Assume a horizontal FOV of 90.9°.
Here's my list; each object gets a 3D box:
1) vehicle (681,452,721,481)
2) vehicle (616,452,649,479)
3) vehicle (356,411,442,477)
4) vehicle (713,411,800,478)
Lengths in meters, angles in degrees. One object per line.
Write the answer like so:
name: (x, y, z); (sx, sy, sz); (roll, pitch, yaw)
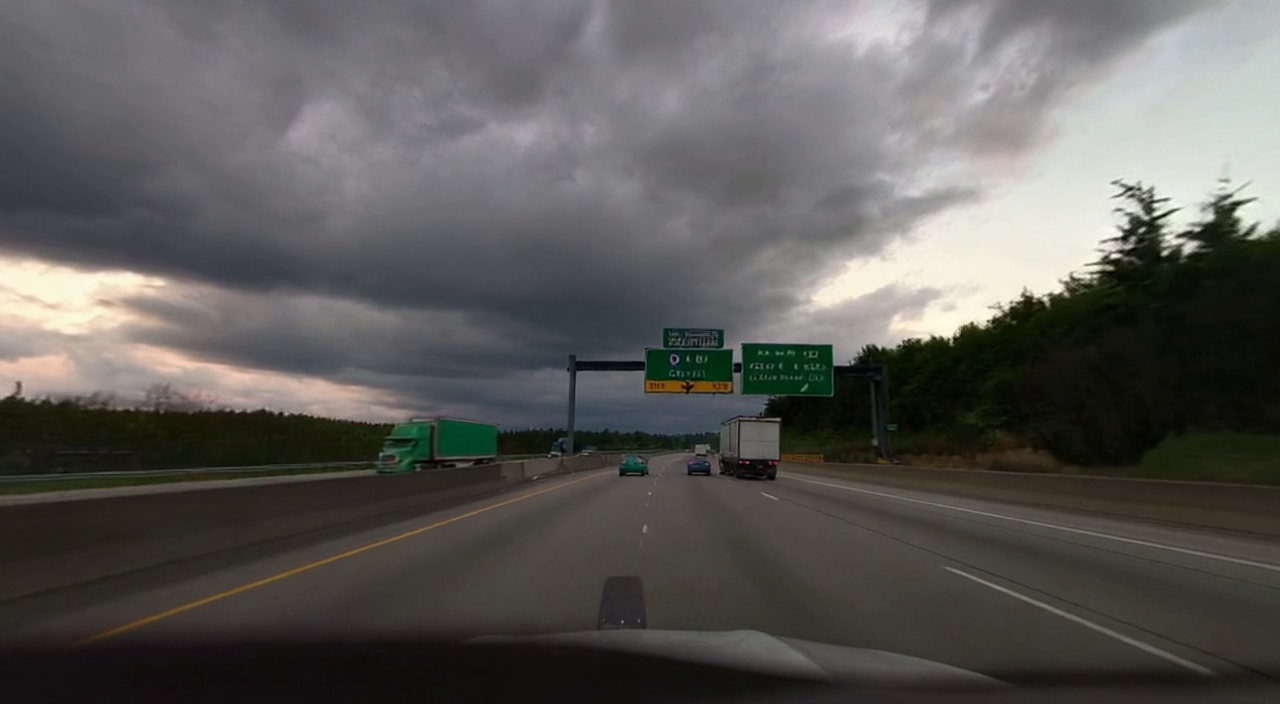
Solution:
vehicle: (3.444, 6.525, 36.099); (1.957, 1.541, 4.099); (0, -9, 1)
vehicle: (-0.416, 7.068, 39.553); (1.960, 1.579, 4.384); (0, -9, 1)
vehicle: (-15.801, 6.142, 41.861); (2.938, 4.020, 6.109); (-1, -9, 3)
vehicle: (7.792, 6.730, 45.283); (3.476, 3.855, 16.742); (0, -9, 1)
